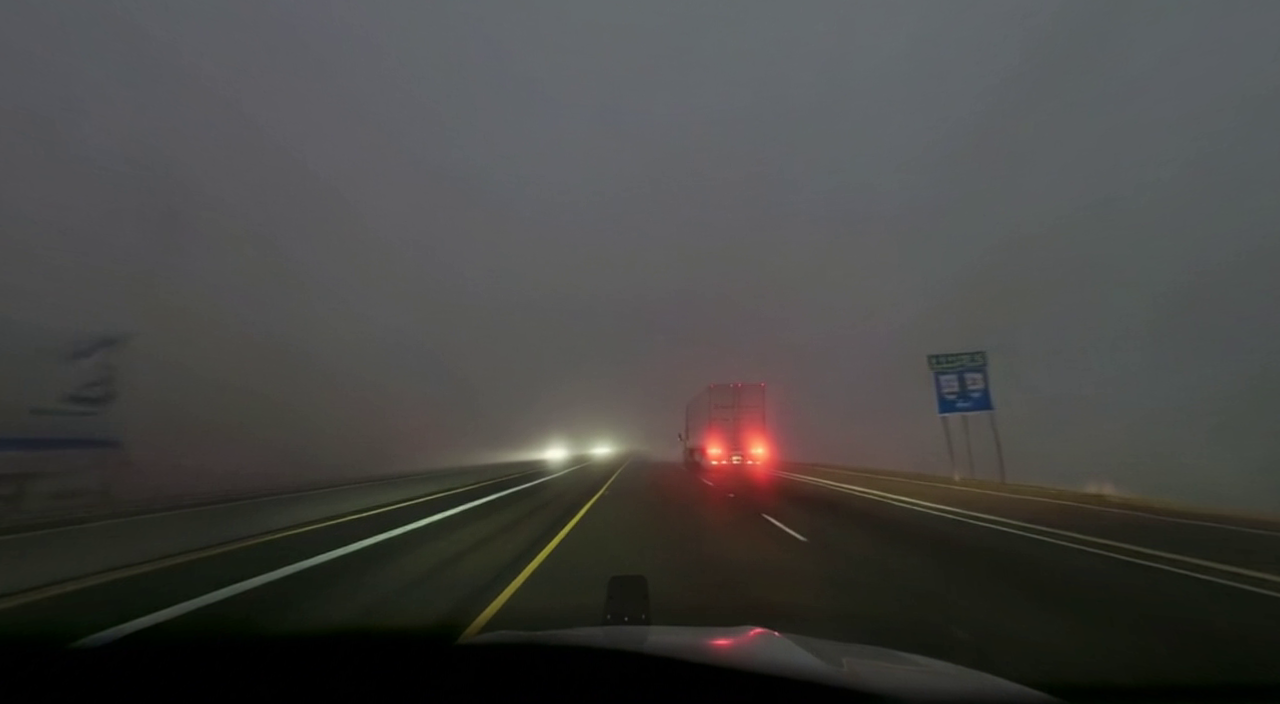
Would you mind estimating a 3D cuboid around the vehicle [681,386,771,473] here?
[{"bbox_3d":[4.648,4.832,38.109,3.187,4.197,15.004,0,-8,-1],"label":"vehicle"}]
